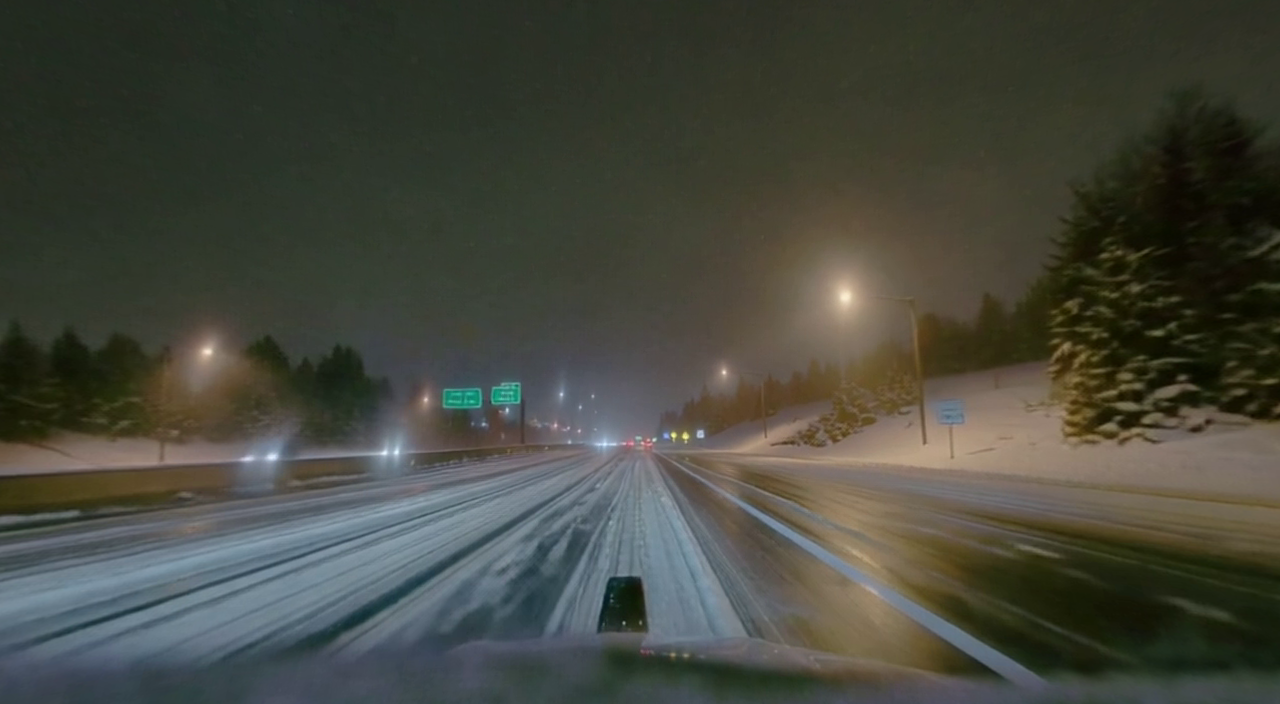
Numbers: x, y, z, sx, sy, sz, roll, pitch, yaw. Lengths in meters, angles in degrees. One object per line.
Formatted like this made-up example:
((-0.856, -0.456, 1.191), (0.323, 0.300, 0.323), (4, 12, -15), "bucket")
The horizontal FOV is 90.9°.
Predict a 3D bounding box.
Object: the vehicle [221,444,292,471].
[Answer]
((-26.004, 7.135, 42.938), (2.096, 1.682, 4.113), (-1, -8, 4), "vehicle")
